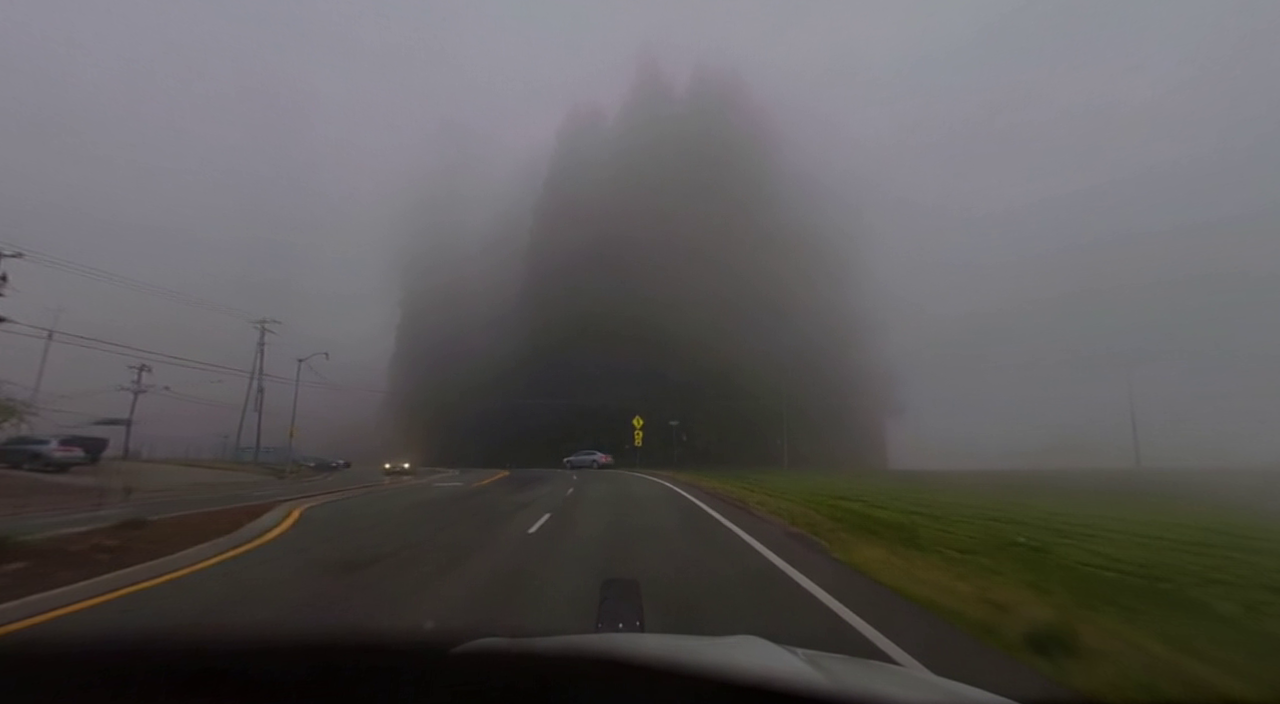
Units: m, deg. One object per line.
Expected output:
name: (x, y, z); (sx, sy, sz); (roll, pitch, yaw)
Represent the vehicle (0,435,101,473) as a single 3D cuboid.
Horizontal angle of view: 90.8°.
vehicle: (-29.127, 4.905, 30.511); (4.816, 1.696, 2.323); (-3, -9, 17)
